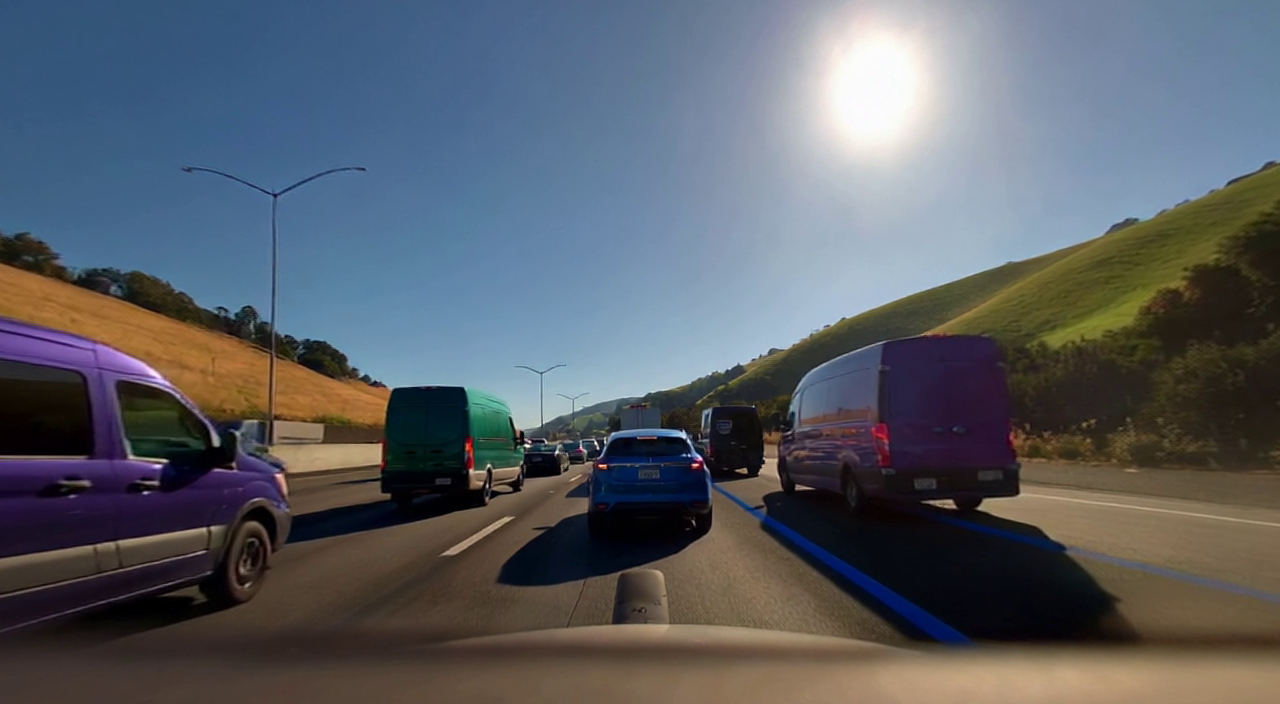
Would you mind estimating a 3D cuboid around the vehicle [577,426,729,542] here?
[{"bbox_3d":[0.132,2.040,10.374,2.003,1.499,3.930,0,-8,-1],"label":"vehicle"}]

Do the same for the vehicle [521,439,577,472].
[{"bbox_3d":[-4.295,4.965,30.470,2.007,1.457,4.447,-1,-8,1],"label":"vehicle"}]

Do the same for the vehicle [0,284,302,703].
[{"bbox_3d":[-4.249,0.709,3.013,2.195,2.086,5.445,0,-8,0],"label":"vehicle"}]

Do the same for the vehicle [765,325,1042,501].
[{"bbox_3d":[6.914,2.124,19.537,2.977,3.878,11.111,0,-8,-5],"label":"vehicle"}]

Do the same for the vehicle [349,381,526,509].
[{"bbox_3d":[-4.546,2.264,15.441,2.300,2.522,5.701,-1,-8,1],"label":"vehicle"}]
